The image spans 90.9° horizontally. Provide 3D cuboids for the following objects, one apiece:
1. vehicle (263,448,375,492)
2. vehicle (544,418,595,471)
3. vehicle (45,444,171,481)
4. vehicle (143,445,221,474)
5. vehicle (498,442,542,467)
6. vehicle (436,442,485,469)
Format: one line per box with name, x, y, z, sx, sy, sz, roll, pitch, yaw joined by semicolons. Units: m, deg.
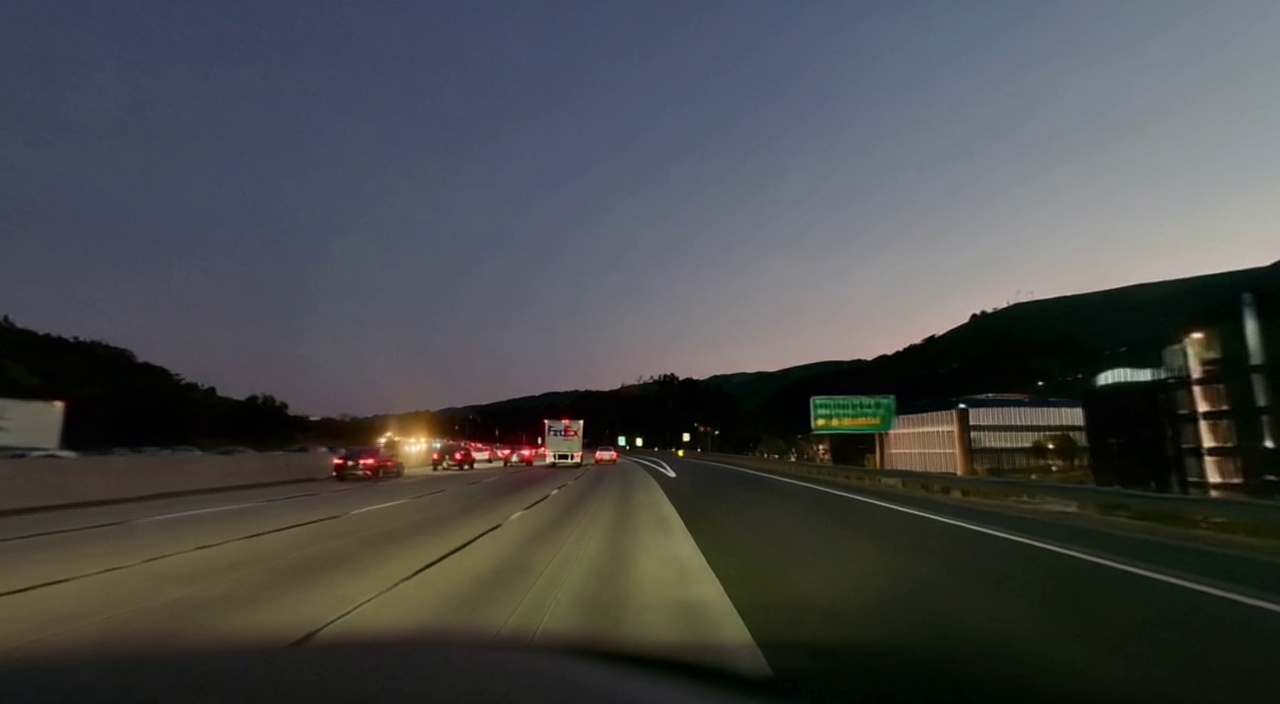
vehicle;-11.700;4.305;23.390;1.879;1.431;4.425;0;-8;-1
vehicle;-4.675;6.254;43.335;2.798;3.212;7.573;2;-7;-2
vehicle;-24.916;5.144;29.816;1.904;1.575;4.743;0;-8;-1
vehicle;-29.048;6.775;40.166;1.831;1.625;4.209;3;-8;-2
vehicle;-8.987;7.679;47.609;2.461;1.767;4.991;0;-8;-2
vehicle;-12.739;7.359;45.104;2.188;1.784;4.724;0;-8;-1
